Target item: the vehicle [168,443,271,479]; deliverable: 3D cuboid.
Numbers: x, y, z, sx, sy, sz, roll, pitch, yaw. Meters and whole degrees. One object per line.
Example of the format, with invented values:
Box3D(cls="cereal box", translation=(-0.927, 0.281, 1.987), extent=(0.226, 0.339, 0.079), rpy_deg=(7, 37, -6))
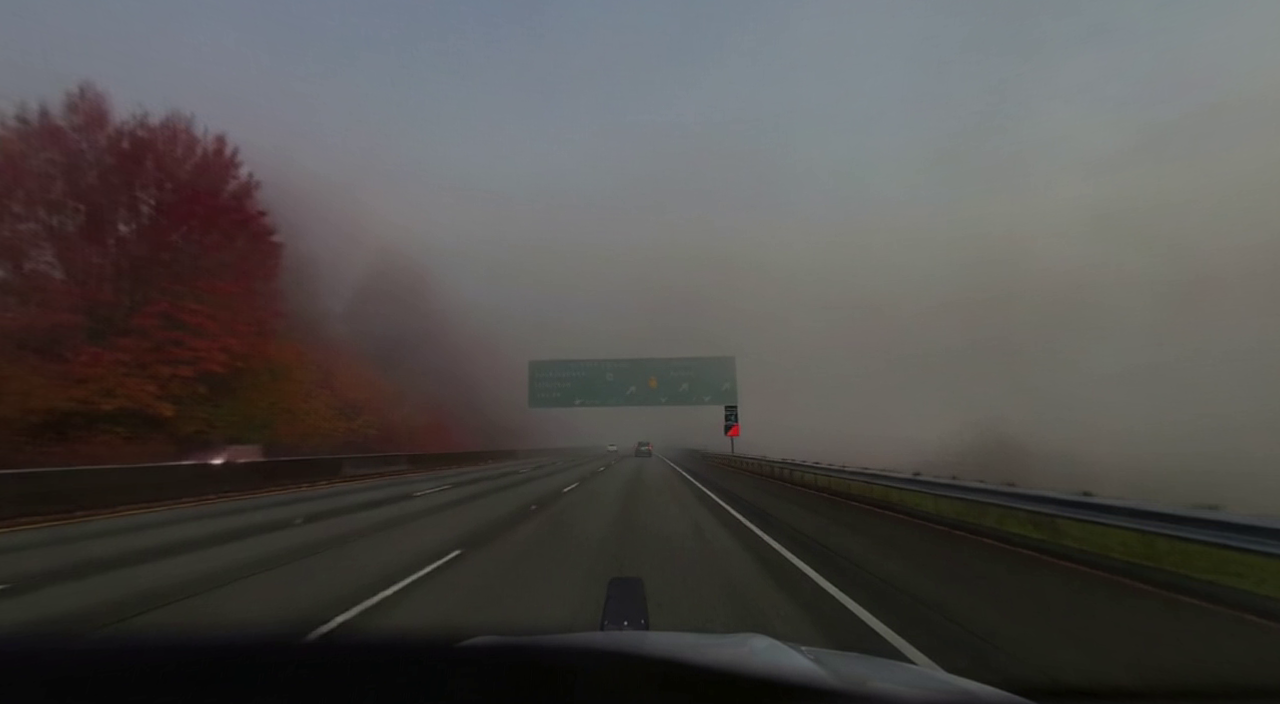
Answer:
Box3D(cls="vehicle", translation=(-20.444, 5.288, 30.839), extent=(1.932, 1.596, 4.588), rpy_deg=(0, -8, -1))
